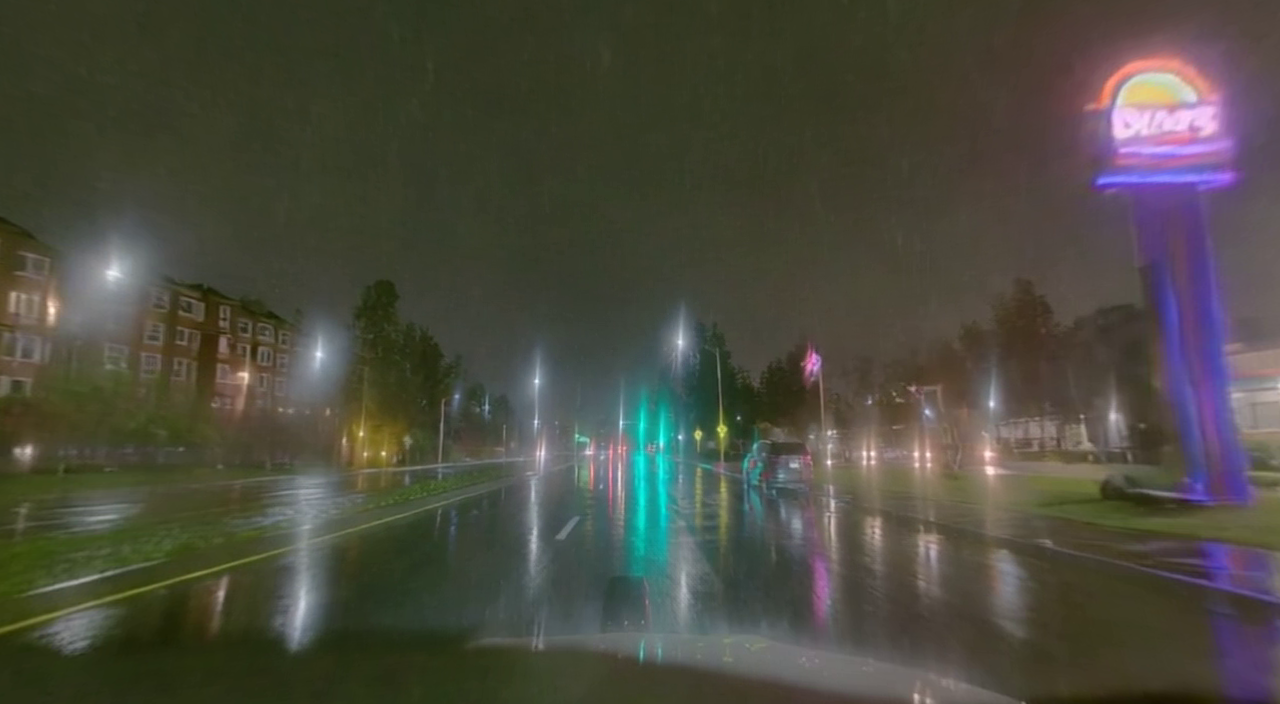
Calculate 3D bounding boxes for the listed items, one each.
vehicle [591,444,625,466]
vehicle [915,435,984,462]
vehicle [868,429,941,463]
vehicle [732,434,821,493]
[{"bbox_3d":[-2.309,7.521,46.168,2.176,1.543,4.335,0,-8,1],"label":"vehicle"},{"bbox_3d":[17.782,5.560,36.448,1.953,1.488,4.129,0,-8,1],"label":"vehicle"},{"bbox_3d":[15.022,5.398,36.150,2.202,1.822,4.978,-1,-8,3],"label":"vehicle"},{"bbox_3d":[4.484,3.736,21.502,2.067,1.755,4.616,0,-8,1],"label":"vehicle"}]
